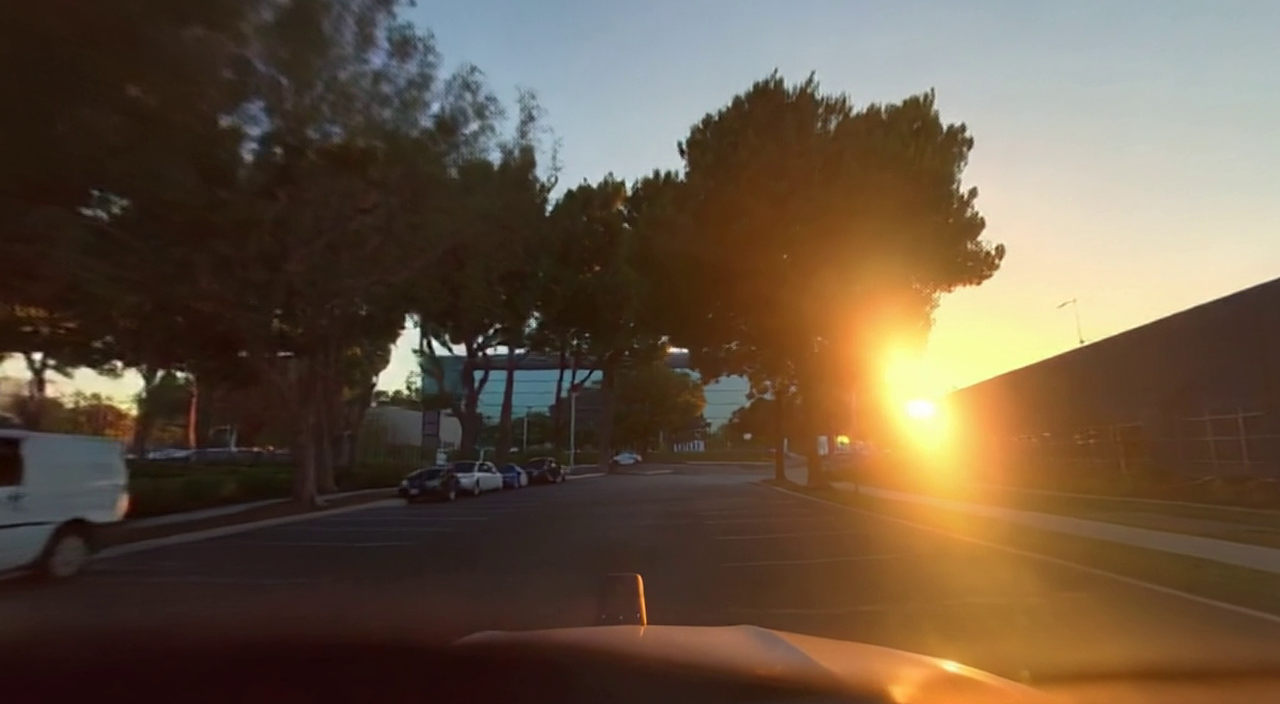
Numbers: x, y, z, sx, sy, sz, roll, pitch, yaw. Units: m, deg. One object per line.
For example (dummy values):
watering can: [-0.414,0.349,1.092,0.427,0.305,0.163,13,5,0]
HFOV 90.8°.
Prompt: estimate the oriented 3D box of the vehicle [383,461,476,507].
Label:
vehicle: [-7.686,4.830,23.406,1.938,1.191,3.630,-7,-8,3]

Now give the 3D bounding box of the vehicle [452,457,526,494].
vehicle: [-6.929,5.719,29.602,2.038,1.525,4.383,0,-9,5]

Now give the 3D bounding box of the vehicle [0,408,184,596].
vehicle: [-8.798,1.756,7.410,2.433,2.193,5.547,0,-9,4]

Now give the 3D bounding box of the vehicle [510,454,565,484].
vehicle: [-6.407,7.367,39.996,2.360,1.741,4.912,0,-9,3]
